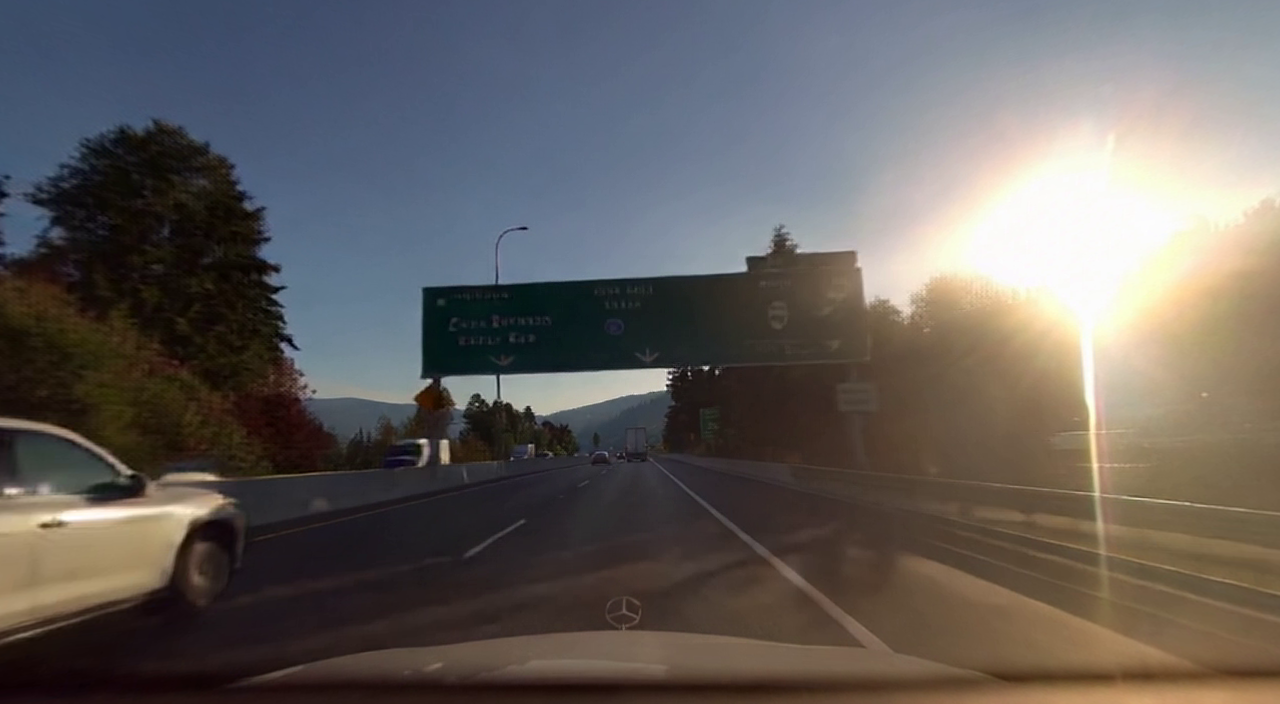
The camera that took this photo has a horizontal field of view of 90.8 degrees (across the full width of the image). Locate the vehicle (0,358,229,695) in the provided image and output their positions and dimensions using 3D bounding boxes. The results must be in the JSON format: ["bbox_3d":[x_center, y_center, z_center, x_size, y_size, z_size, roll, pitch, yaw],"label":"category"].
[{"bbox_3d":[-4.596,0.888,2.999,2.079,1.845,4.654,0,-9,0],"label":"vehicle"}]

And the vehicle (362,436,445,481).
[{"bbox_3d":[-12.928,5.860,34.978,2.243,2.273,5.891,0,-9,1],"label":"vehicle"}]
